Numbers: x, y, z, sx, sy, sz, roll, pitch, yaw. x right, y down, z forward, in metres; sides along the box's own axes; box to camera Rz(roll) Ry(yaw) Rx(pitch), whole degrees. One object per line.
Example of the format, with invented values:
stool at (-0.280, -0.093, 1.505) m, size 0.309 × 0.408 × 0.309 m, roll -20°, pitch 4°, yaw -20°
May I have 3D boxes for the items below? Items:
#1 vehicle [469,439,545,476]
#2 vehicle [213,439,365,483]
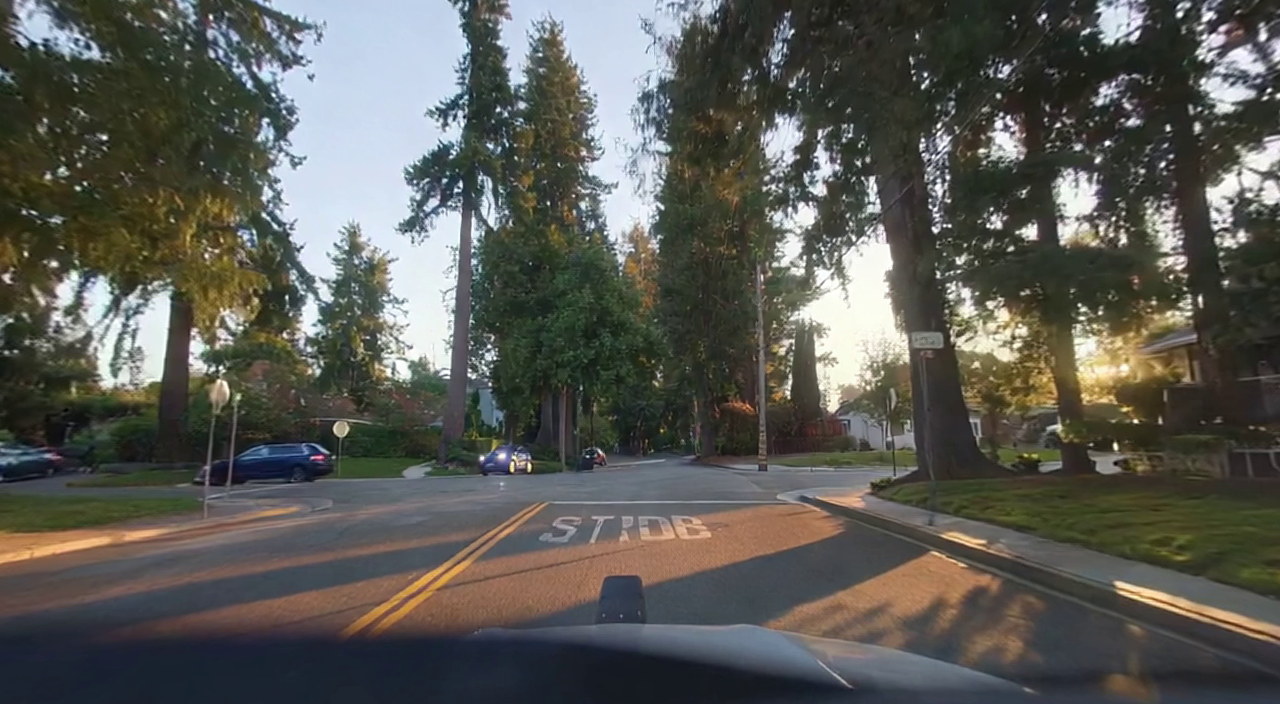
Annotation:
vehicle at (-6.274, 5.022, 30.350) m, size 1.988 × 1.596 × 4.396 m, roll -2°, pitch -8°, yaw 11°
vehicle at (-14.159, 4.407, 25.725) m, size 4.968 × 1.728 × 1.987 m, roll 0°, pitch -8°, yaw 1°
